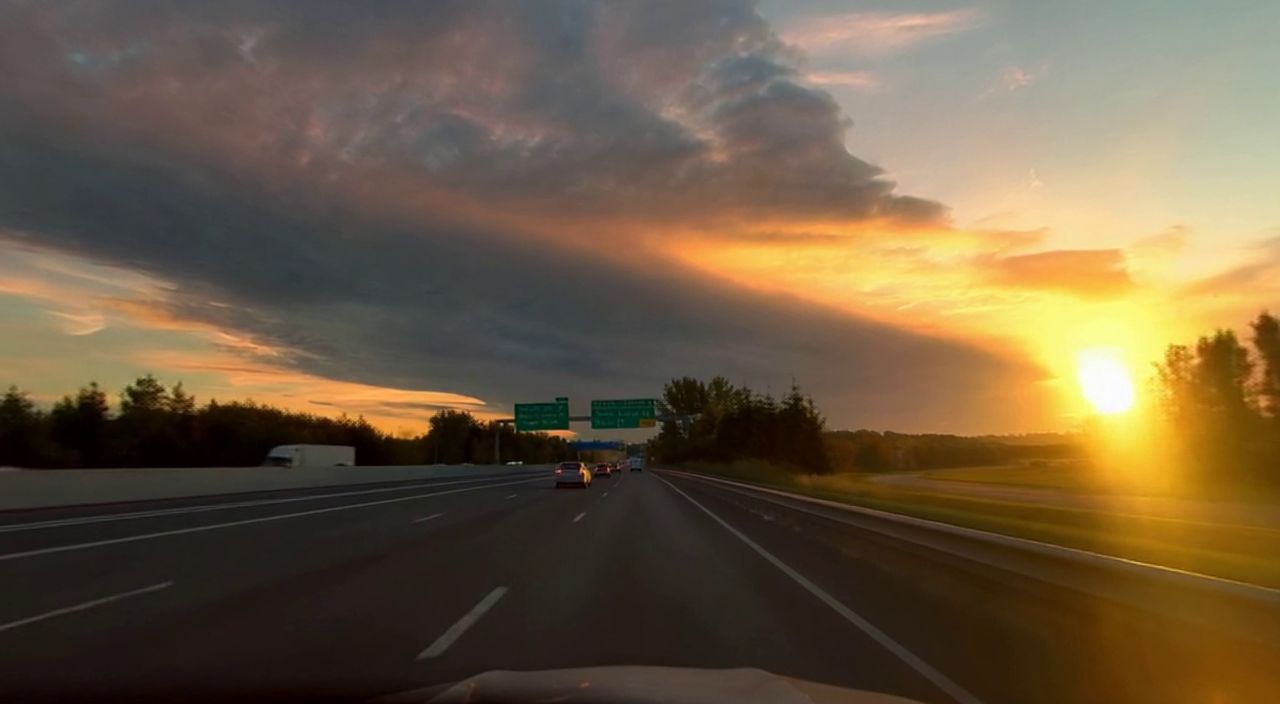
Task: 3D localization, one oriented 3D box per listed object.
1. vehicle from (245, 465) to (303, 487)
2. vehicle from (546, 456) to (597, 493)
[{"bbox_3d":[-26.086,8.851,45.027,1.781,1.418,4.051,1,-11,-1],"label":"vehicle"},{"bbox_3d":[-3.340,6.096,31.428,2.092,1.642,3.895,1,-11,0],"label":"vehicle"}]
